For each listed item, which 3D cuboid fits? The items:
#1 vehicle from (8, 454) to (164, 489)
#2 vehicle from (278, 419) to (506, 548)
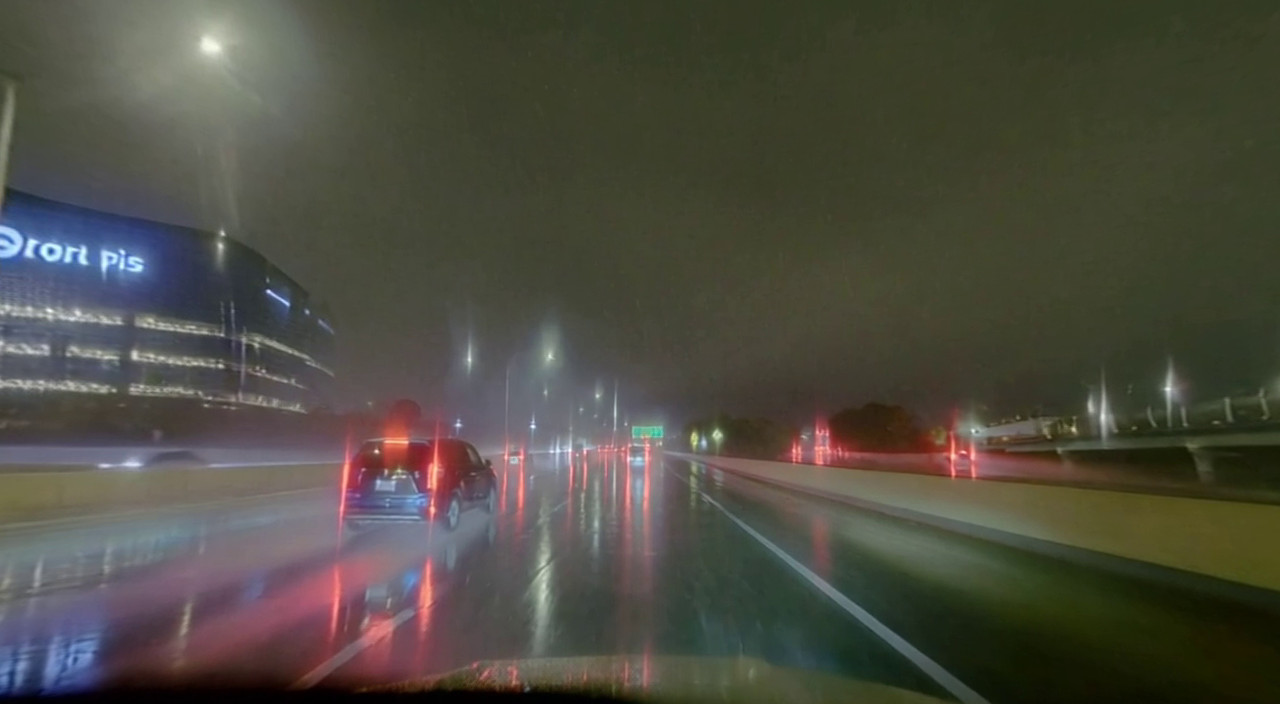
[{"bbox_3d":[-32.476,6.988,37.428,2.549,1.758,7.381,0,-9,0],"label":"vehicle"},{"bbox_3d":[-3.872,2.137,10.898,2.059,1.725,4.521,0,-9,0],"label":"vehicle"}]
